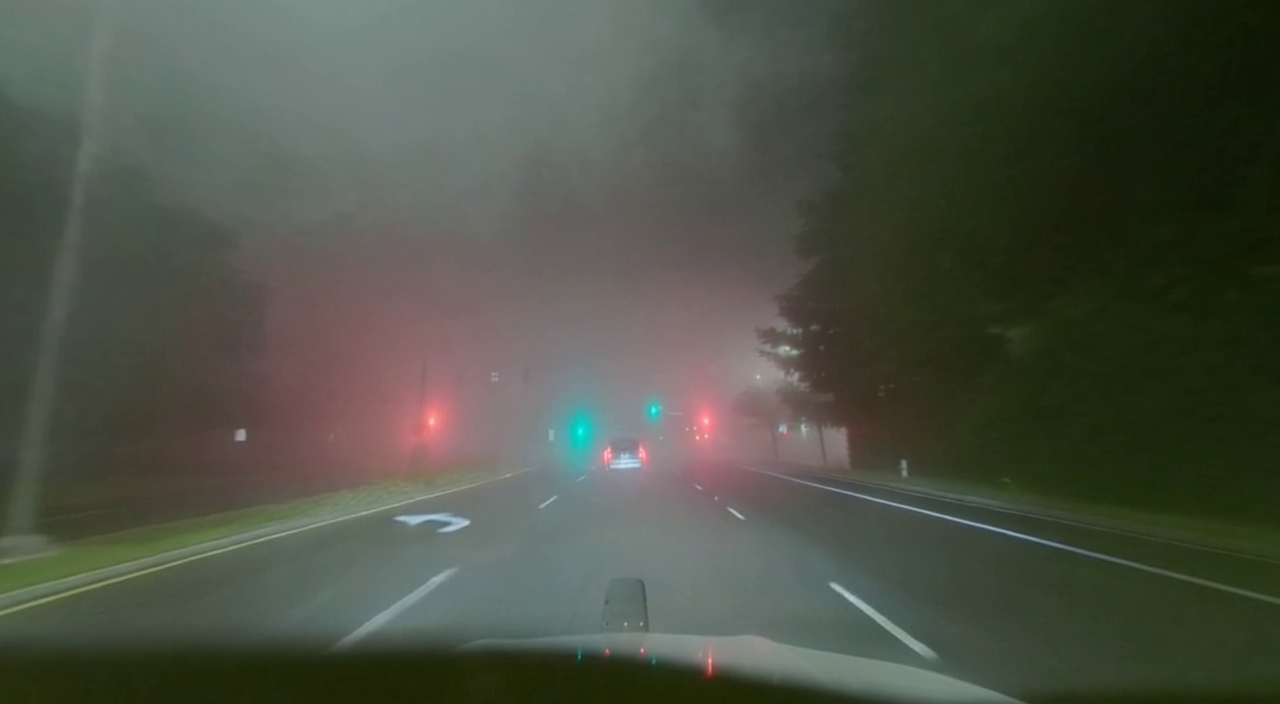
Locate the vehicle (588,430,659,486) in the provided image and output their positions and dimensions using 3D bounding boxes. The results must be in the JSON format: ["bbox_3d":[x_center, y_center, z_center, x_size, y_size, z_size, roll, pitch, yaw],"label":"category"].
[{"bbox_3d":[-0.548,3.600,21.656,2.192,1.734,4.176,0,-8,-1],"label":"vehicle"}]
